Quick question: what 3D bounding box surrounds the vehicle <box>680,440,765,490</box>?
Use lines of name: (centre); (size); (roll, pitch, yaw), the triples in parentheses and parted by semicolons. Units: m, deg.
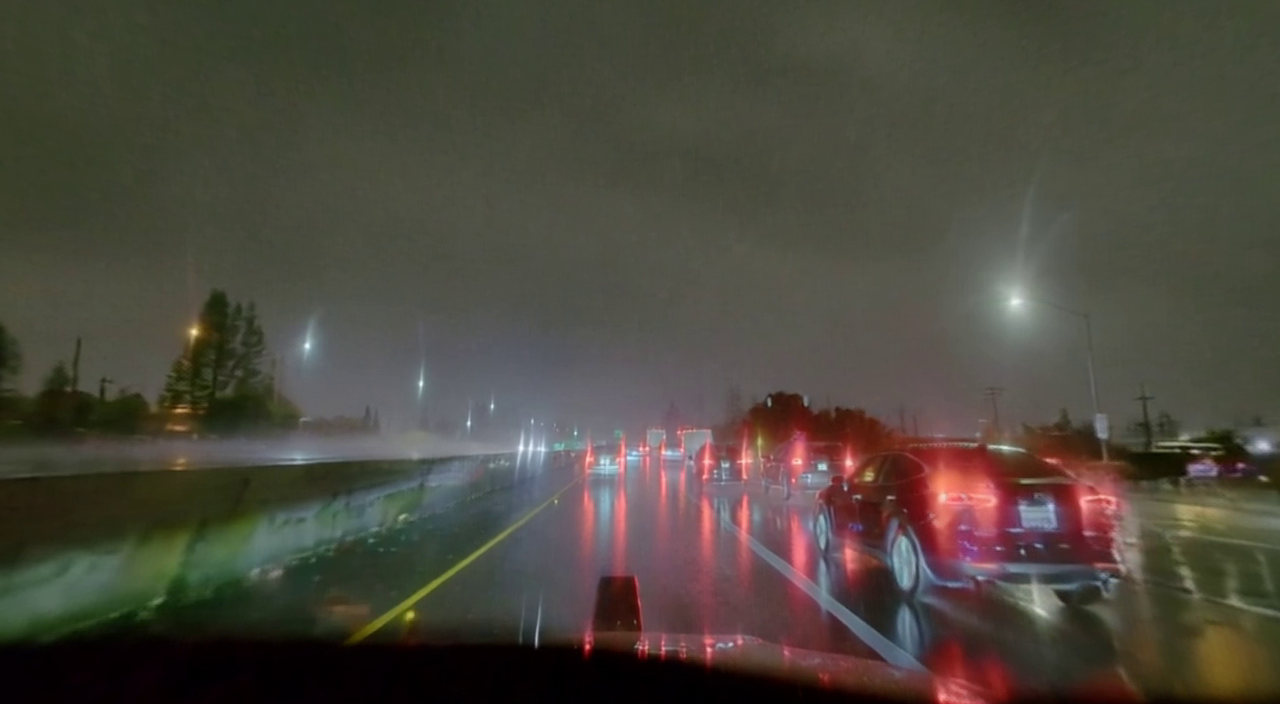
vehicle: (2.581, 3.690, 20.959); (2.042, 1.460, 4.451); (0, -9, -2)

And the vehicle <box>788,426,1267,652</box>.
vehicle: (3.059, 1.547, 6.344); (1.996, 1.455, 4.281); (0, -9, -2)

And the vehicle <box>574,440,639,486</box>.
vehicle: (-1.113, 3.857, 22.260); (2.069, 1.470, 4.004); (0, -9, -1)
